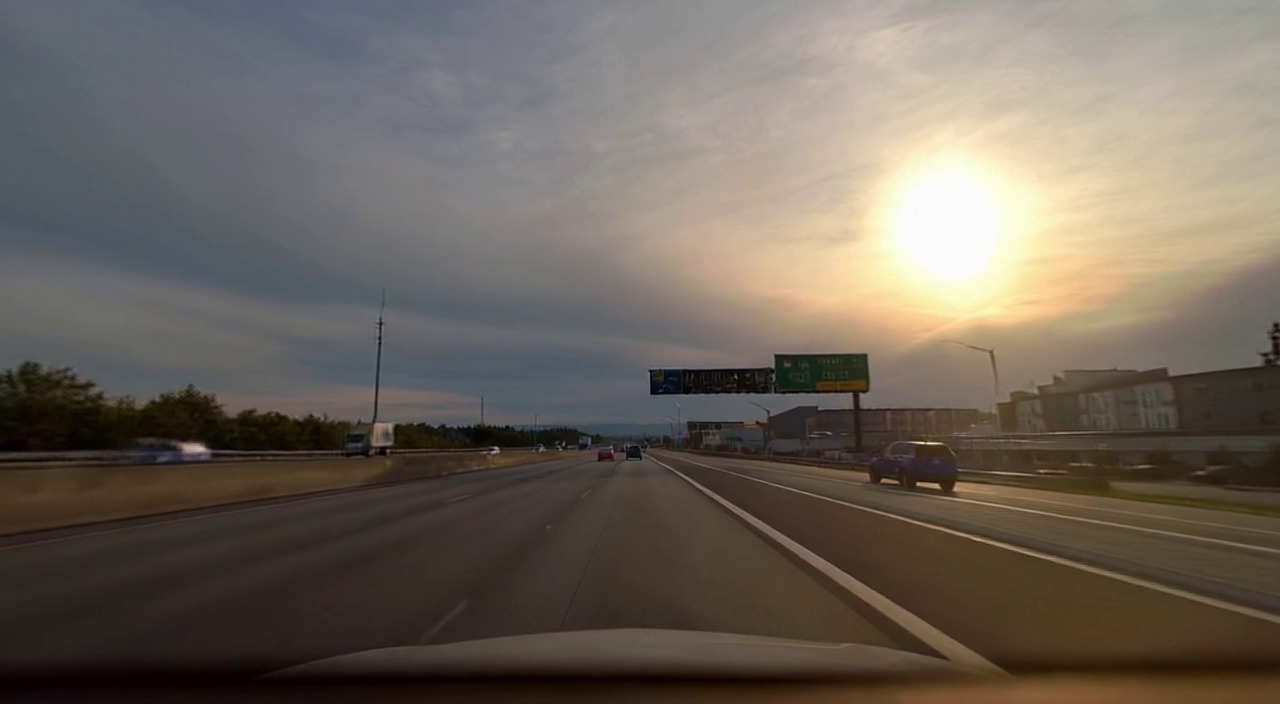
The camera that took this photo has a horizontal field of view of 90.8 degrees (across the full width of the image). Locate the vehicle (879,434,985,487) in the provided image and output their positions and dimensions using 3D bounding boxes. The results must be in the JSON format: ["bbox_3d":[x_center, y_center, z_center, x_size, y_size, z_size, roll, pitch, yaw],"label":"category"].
[{"bbox_3d":[14.063,5.277,30.899,2.411,2.326,5.300,0,-9,-3],"label":"vehicle"}]

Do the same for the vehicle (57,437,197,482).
[{"bbox_3d":[-19.772,4.168,24.631,1.851,1.570,4.280,0,-9,0],"label":"vehicle"}]
